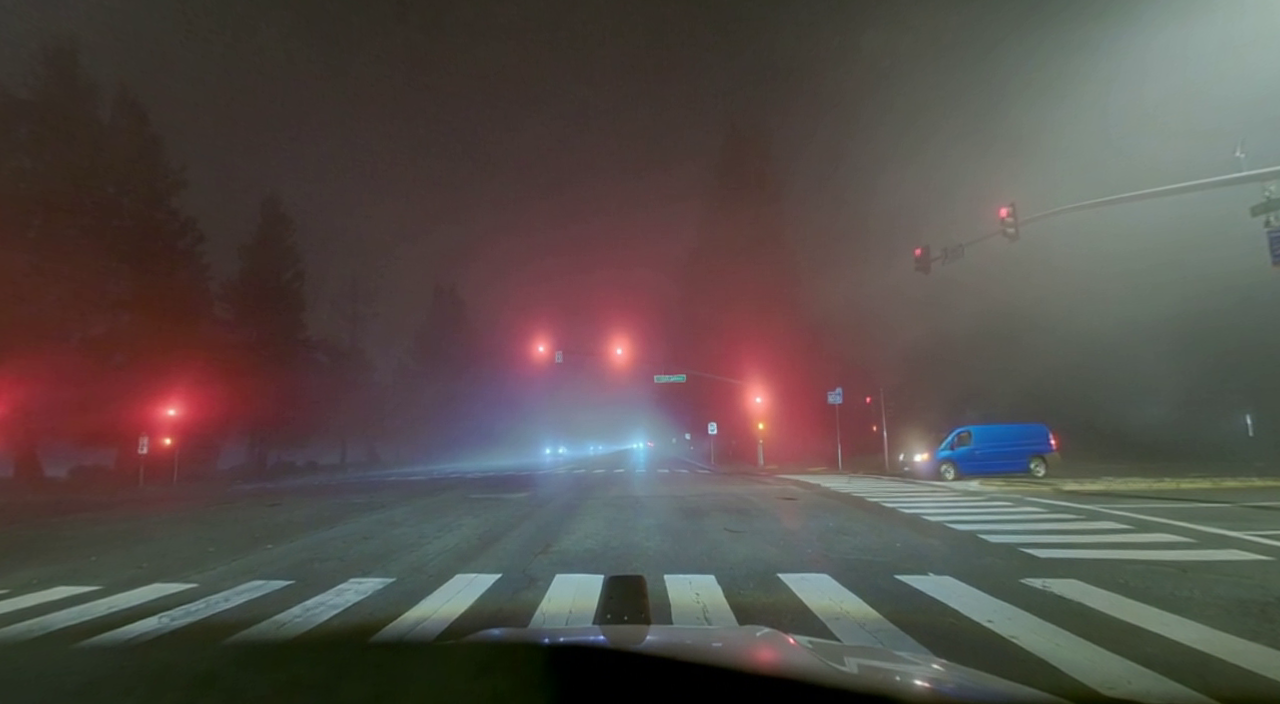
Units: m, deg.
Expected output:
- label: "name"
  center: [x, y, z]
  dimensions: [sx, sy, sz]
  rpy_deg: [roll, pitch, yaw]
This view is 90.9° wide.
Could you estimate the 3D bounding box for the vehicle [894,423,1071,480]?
- label: "vehicle"
  center: [11.361, 3.339, 21.189]
  dimensions: [4.790, 1.798, 1.909]
  rpy_deg: [0, -8, 0]
